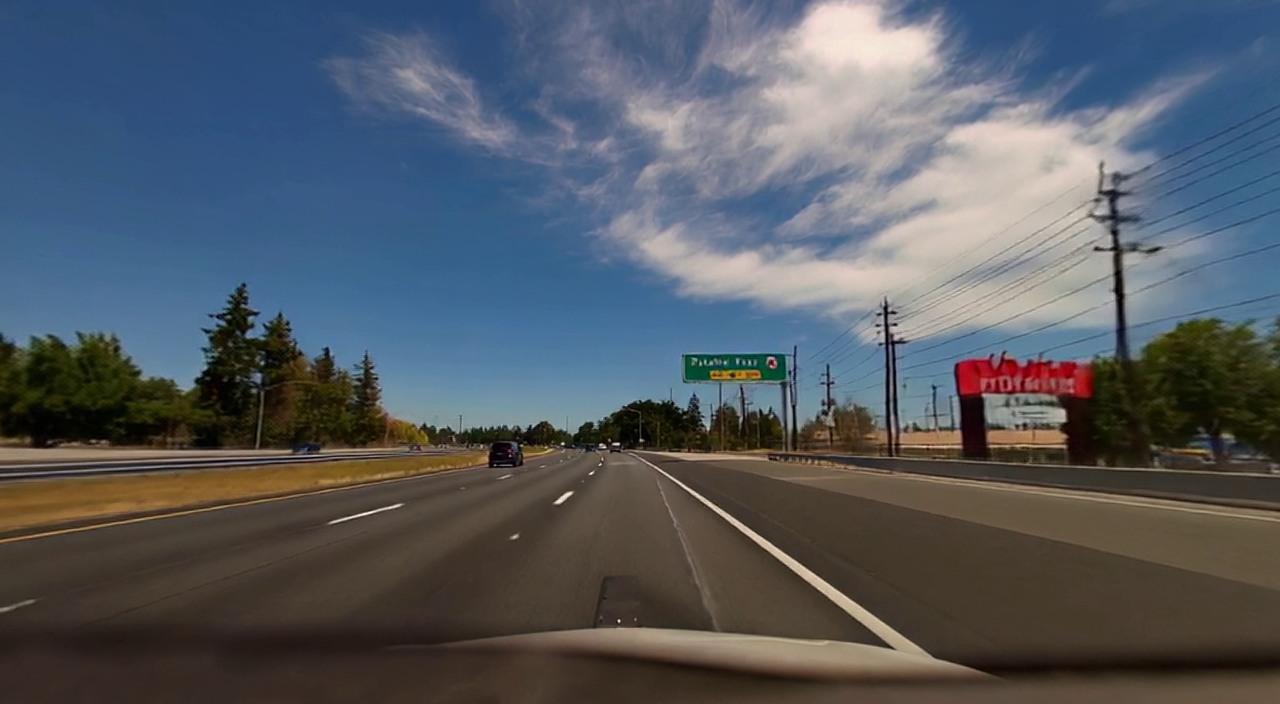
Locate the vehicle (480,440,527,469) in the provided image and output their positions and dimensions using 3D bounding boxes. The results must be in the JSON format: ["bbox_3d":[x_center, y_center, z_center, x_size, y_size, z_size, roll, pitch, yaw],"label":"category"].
[{"bbox_3d":[-8.417,6.381,39.436,2.053,1.682,4.423,0,-8,-1],"label":"vehicle"}]
